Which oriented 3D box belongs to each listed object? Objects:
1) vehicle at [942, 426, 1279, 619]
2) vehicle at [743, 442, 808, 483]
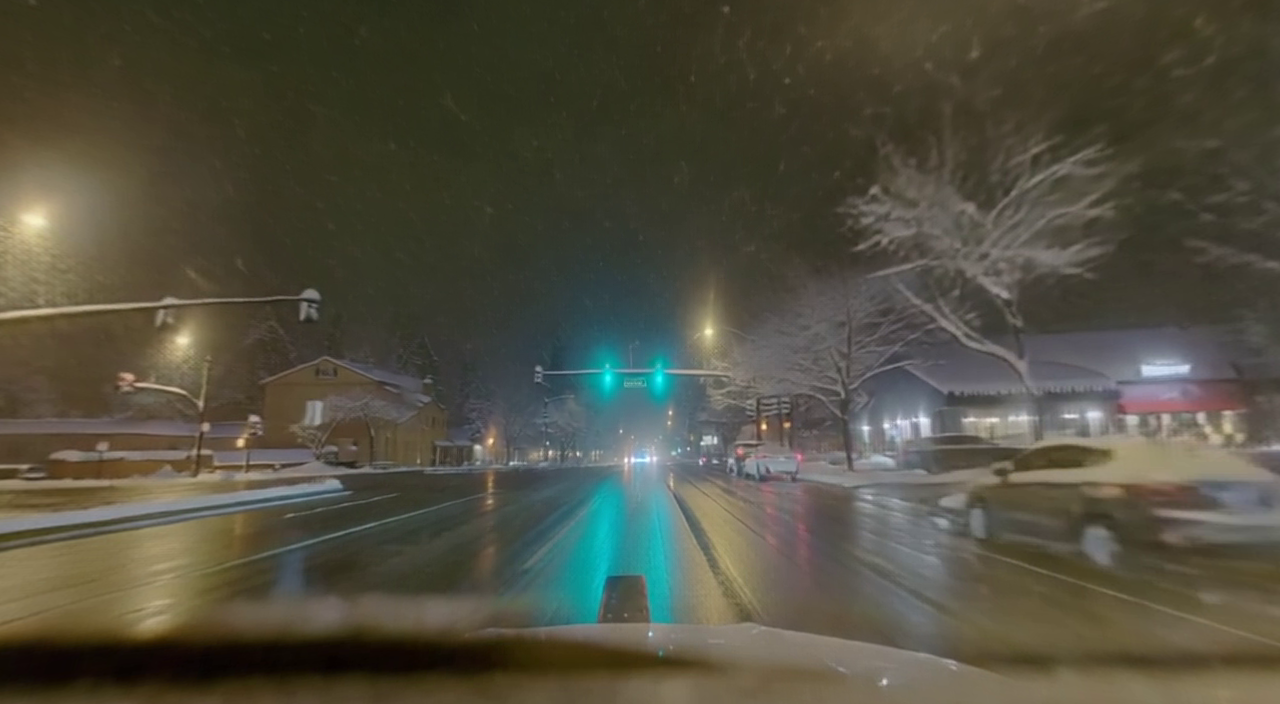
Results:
[{"bbox_3d":[5.848,1.753,7.540,2.057,1.541,4.735,0,-9,-1],"label":"vehicle"},{"bbox_3d":[6.026,4.995,28.754,1.845,1.664,5.285,0,-9,1],"label":"vehicle"}]
